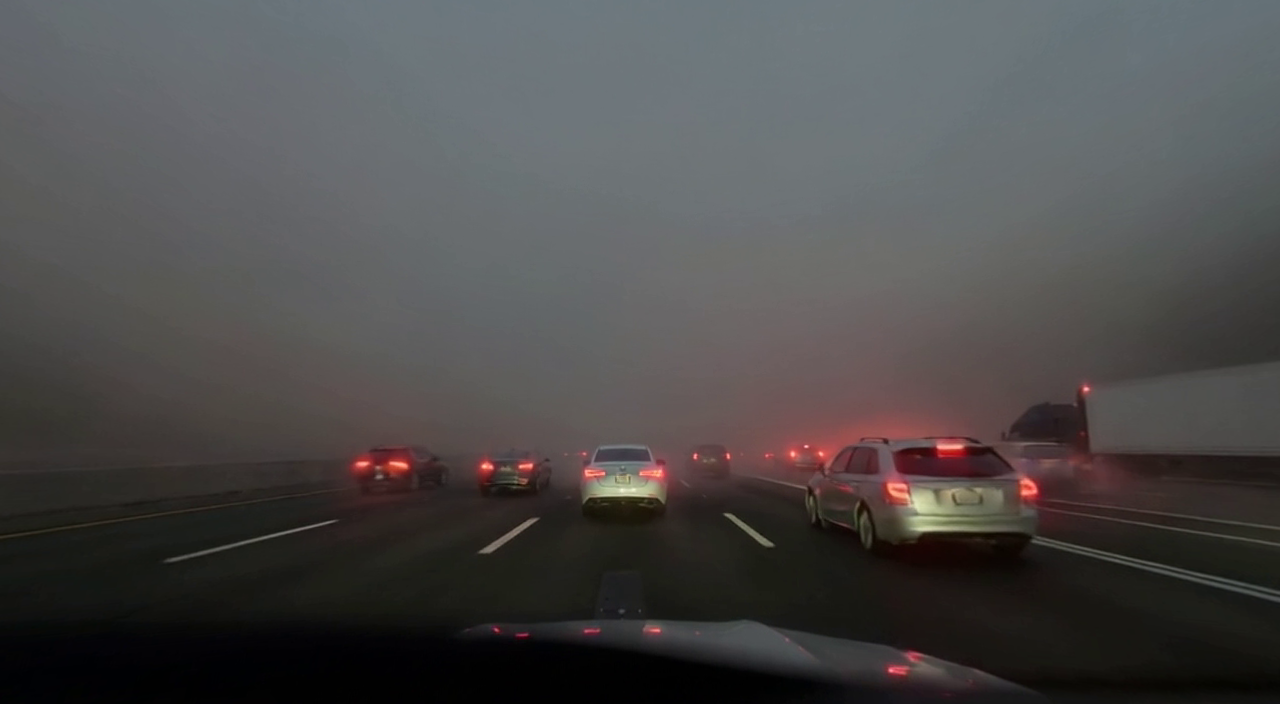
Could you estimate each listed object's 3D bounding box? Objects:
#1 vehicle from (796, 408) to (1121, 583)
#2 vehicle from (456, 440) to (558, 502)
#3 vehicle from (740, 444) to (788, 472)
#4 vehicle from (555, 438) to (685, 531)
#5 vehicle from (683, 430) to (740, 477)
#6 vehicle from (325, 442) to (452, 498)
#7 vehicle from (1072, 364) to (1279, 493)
[{"bbox_3d":[3.593,1.698,8.192,2.053,1.666,4.106,0,-9,0],"label":"vehicle"},{"bbox_3d":[-3.667,3.375,18.225,1.926,1.542,4.329,0,-9,1],"label":"vehicle"},{"bbox_3d":[7.564,6.511,38.837,2.055,1.650,4.241,0,-9,-1],"label":"vehicle"},{"bbox_3d":[-0.295,2.487,12.430,2.132,1.499,4.038,0,-9,1],"label":"vehicle"},{"bbox_3d":[3.727,5.425,33.847,2.440,2.313,5.266,0,-9,0],"label":"vehicle"},{"bbox_3d":[-7.881,3.724,20.352,2.032,1.549,4.850,0,-9,1],"label":"vehicle"},{"bbox_3d":[21.392,2.820,22.501,2.970,4.079,10.086,3,-9,-14],"label":"vehicle"}]
